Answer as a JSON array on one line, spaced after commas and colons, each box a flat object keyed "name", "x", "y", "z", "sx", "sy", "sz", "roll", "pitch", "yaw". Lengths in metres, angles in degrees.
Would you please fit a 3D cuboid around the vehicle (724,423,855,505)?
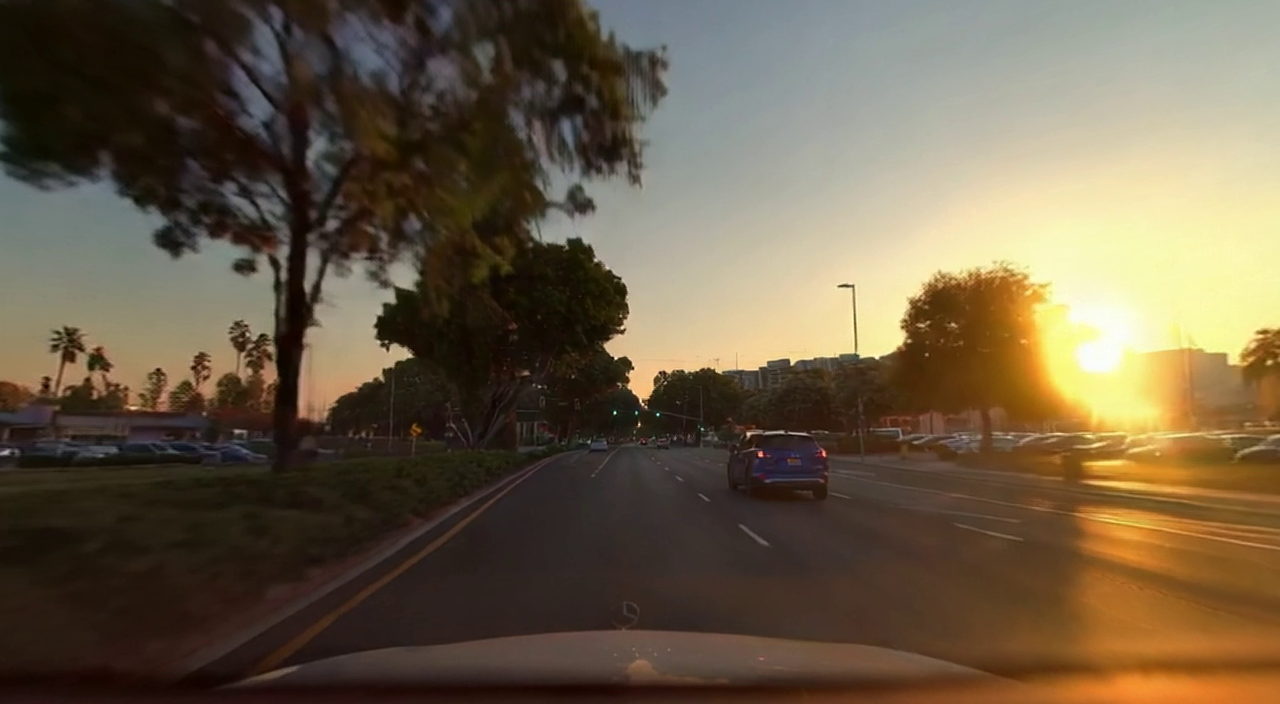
[{"name": "vehicle", "x": 3.424, "y": 2.661, "z": 15.412, "sx": 2.072, "sy": 1.696, "sz": 4.177, "roll": 0, "pitch": -8, "yaw": -1}]

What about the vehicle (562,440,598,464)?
[{"name": "vehicle", "x": -3.866, "y": 6.497, "z": 41.267, "sx": 2.019, "sy": 1.483, "sz": 4.409, "roll": 0, "pitch": -8, "yaw": -1}]
